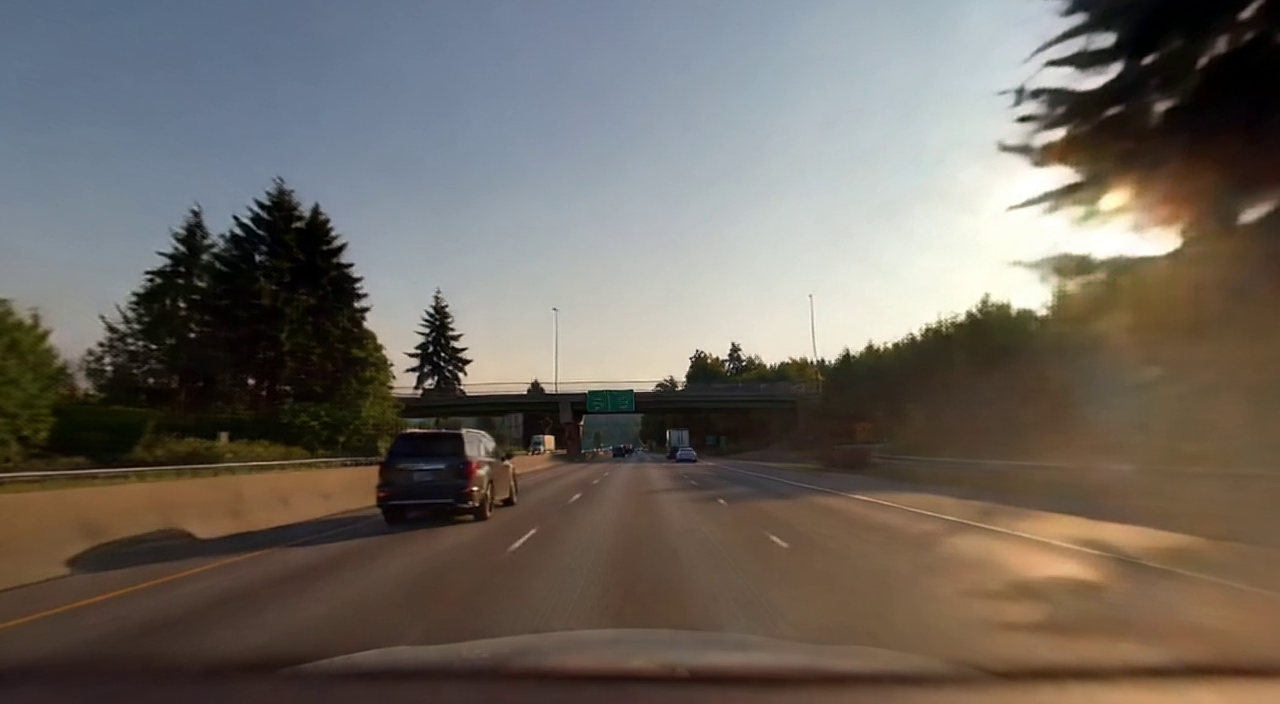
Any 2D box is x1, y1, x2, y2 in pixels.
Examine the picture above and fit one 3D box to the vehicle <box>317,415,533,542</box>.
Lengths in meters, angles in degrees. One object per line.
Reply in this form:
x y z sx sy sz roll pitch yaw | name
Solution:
-3.440 2.140 11.286 2.238 1.792 4.518 0 -9 0 | vehicle
